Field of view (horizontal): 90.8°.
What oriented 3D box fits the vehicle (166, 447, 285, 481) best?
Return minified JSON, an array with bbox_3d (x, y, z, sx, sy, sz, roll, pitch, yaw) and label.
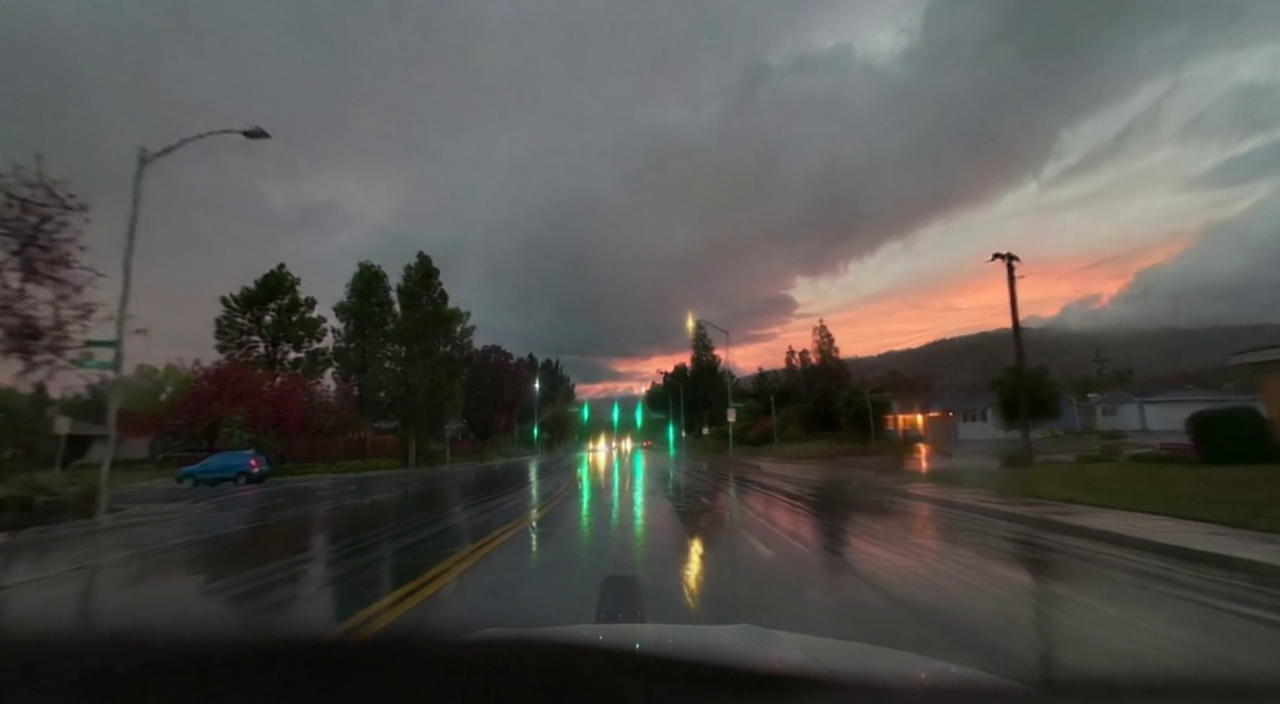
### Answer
[{"bbox_3d":[-25.930,6.957,39.763,2.239,1.961,5.660,-6,-10,33],"label":"vehicle"}]
